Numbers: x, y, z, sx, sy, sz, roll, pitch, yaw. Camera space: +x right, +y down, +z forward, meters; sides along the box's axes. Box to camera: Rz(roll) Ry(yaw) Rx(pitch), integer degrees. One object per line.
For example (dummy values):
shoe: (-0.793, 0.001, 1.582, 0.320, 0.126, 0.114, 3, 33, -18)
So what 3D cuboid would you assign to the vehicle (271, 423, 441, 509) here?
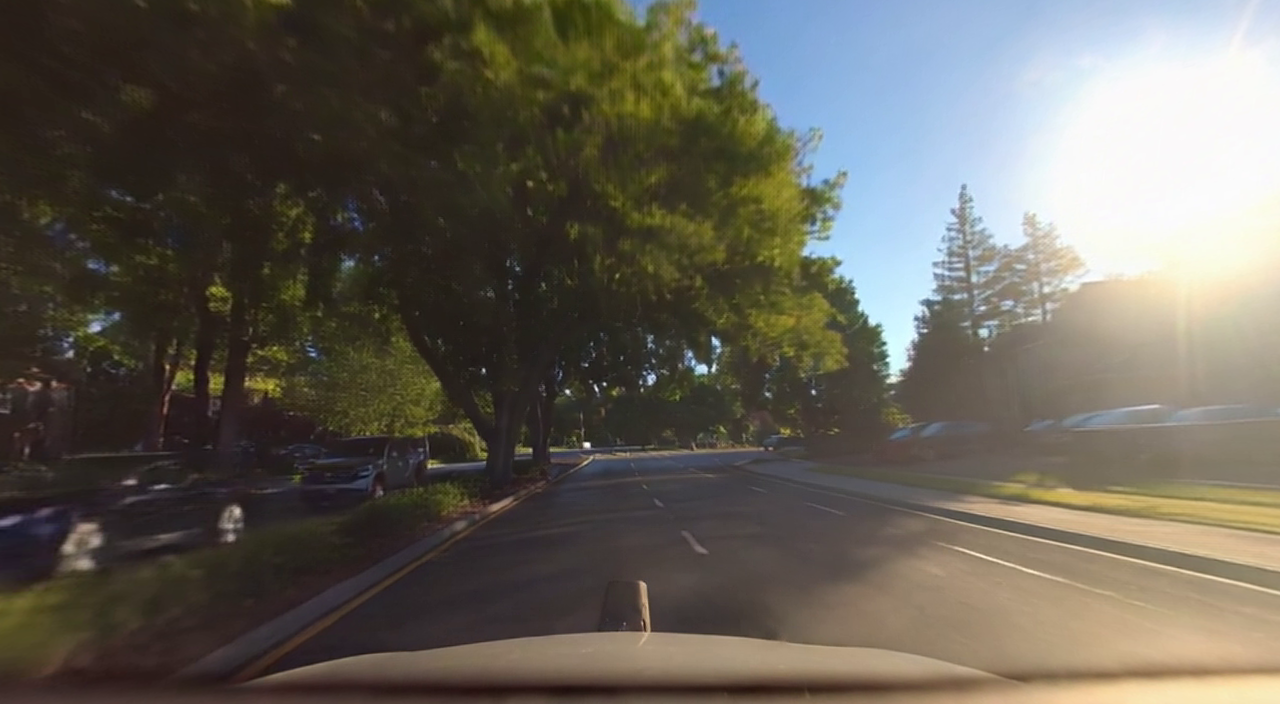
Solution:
vehicle: (-6.809, 2.764, 15.808, 2.196, 1.809, 4.857, 1, -8, -3)

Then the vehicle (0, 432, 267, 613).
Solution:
vehicle: (-6.241, 1.626, 6.767, 1.888, 1.476, 4.286, 0, -8, -2)
